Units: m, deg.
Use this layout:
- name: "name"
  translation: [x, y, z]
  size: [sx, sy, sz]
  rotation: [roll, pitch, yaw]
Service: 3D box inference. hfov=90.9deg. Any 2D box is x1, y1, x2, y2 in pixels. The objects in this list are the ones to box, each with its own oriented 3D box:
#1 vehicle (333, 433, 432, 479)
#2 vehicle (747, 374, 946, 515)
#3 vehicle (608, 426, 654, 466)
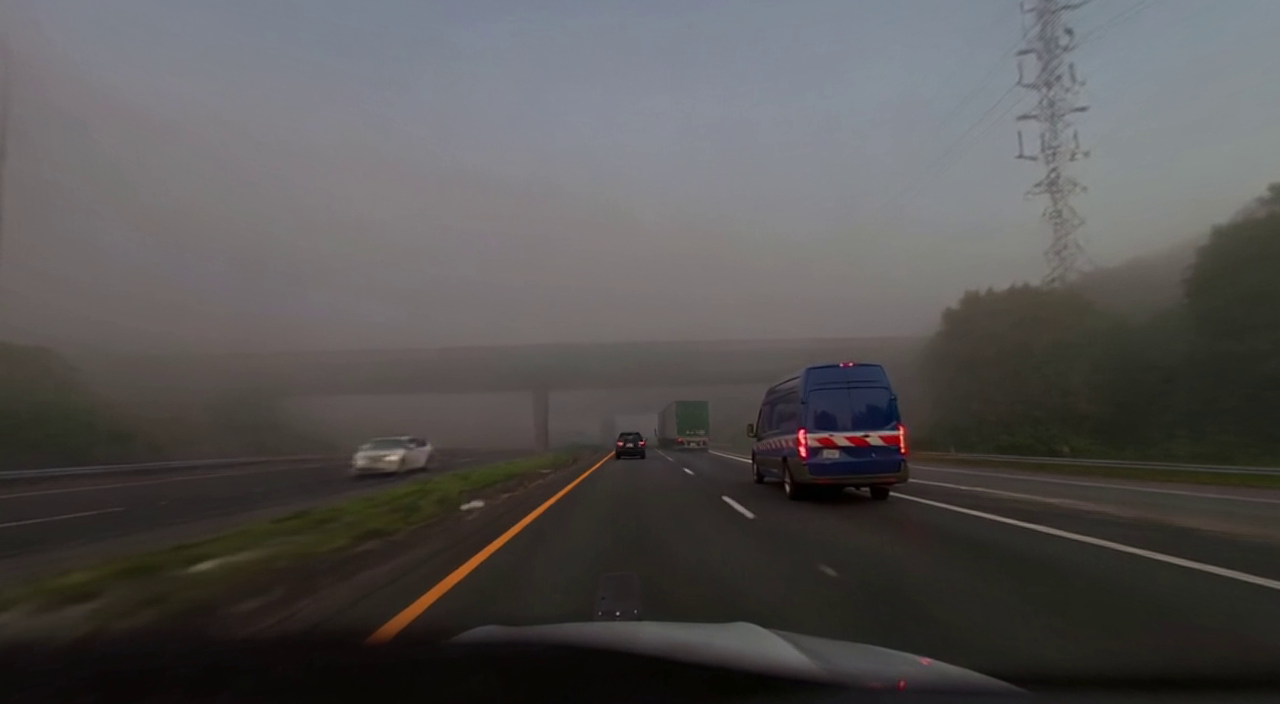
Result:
- name: "vehicle"
  translation: [-9.784, 3.950, 24.375]
  size: [1.967, 1.601, 4.377]
  rotation: [0, -8, 0]
- name: "vehicle"
  translation: [4.176, 2.022, 14.063]
  size: [2.387, 2.506, 5.374]
  rotation: [0, -8, -2]
- name: "vehicle"
  translation: [-0.459, 4.495, 30.277]
  size: [2.073, 1.750, 4.116]
  rotation: [0, -8, -1]
